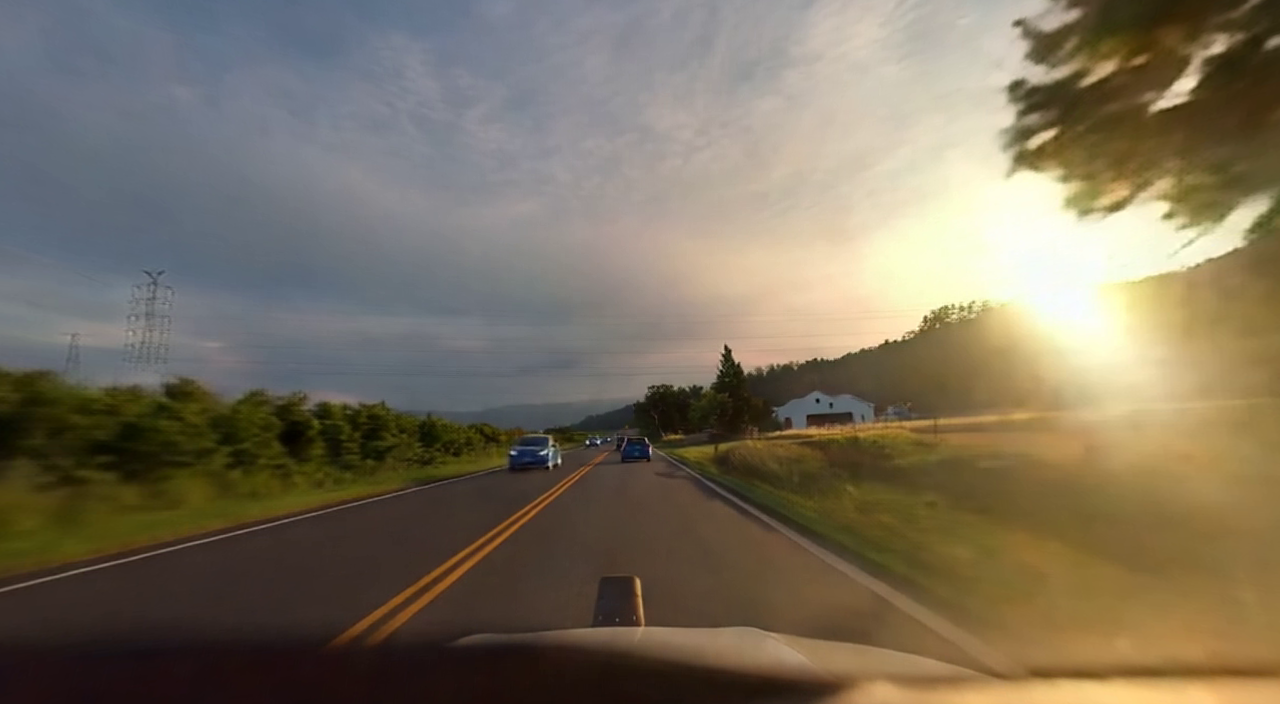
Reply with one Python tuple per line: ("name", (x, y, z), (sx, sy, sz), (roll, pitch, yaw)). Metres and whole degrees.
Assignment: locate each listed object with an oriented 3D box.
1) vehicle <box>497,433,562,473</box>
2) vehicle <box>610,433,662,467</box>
("vehicle", (-4.485, 4.159, 26.243), (2.019, 1.511, 4.290), (0, -8, -1))
("vehicle", (-0.215, 4.493, 29.176), (2.241, 1.471, 3.829), (0, -8, -2))
